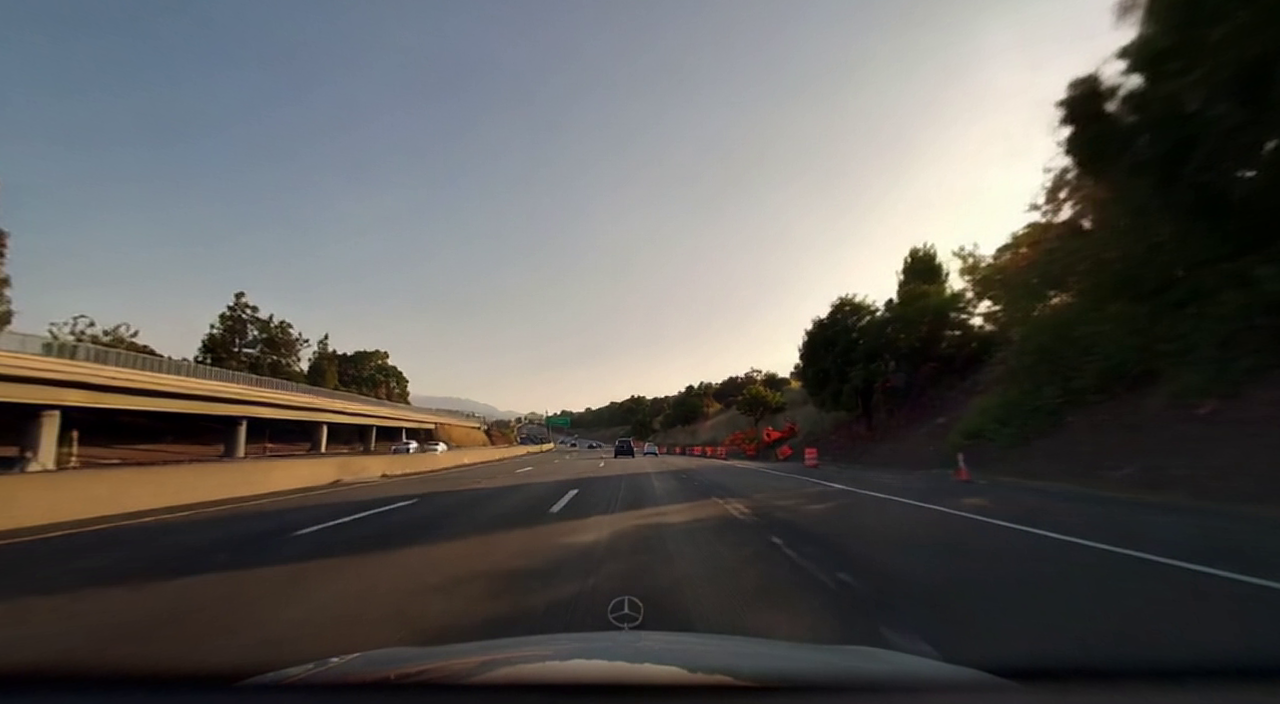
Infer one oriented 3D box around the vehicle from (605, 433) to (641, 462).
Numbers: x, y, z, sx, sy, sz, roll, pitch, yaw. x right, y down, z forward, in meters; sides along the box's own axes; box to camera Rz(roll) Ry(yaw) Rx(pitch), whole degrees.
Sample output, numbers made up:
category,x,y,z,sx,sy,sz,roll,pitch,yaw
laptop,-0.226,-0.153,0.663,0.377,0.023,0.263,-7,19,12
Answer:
category,x,y,z,sx,sy,sz,roll,pitch,yaw
vehicle,-1.231,6.470,42.995,2.328,1.805,4.502,0,-8,-3
